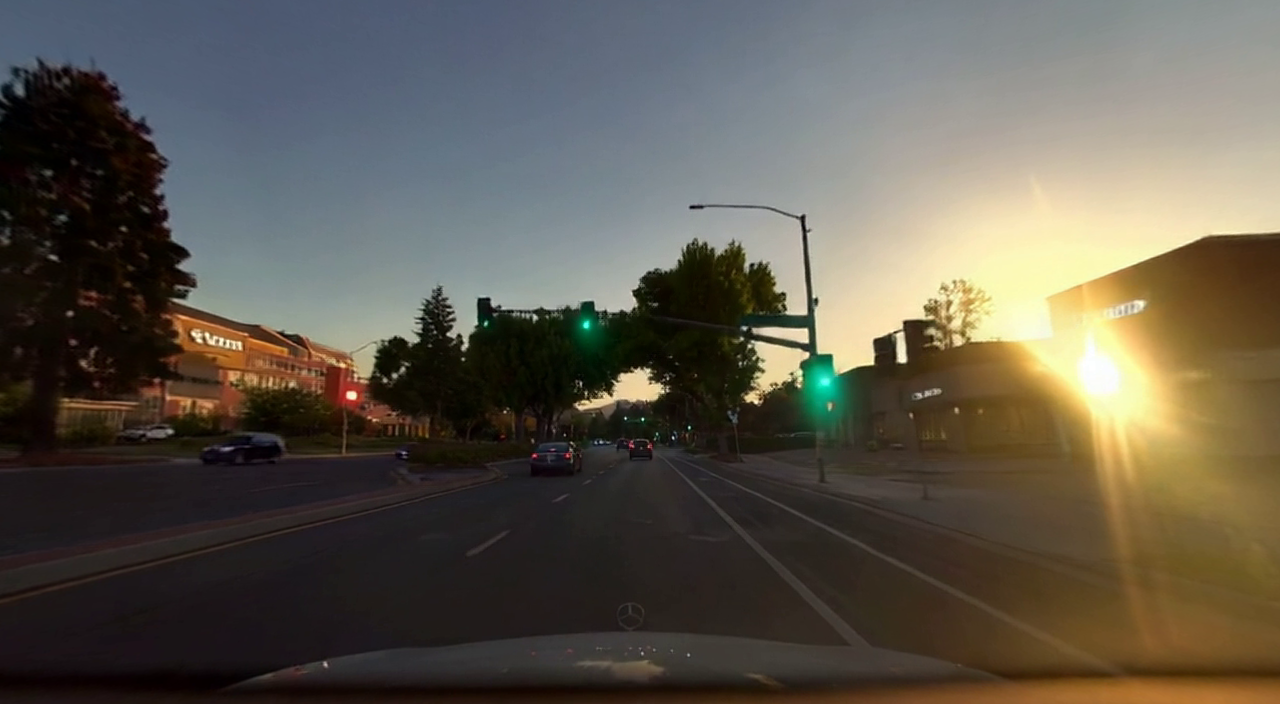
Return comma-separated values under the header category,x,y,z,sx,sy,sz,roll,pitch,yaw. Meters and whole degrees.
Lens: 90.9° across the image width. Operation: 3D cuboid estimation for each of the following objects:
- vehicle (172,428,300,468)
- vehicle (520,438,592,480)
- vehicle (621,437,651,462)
category,x,y,z,sx,sy,sz,roll,pitch,yaw
vehicle,-16.938,4.076,26.812,2.341,1.527,4.616,0,-8,1
vehicle,-3.118,4.090,24.393,2.015,1.470,4.458,0,-8,2
vehicle,-0.284,7.211,46.894,2.153,1.764,4.047,0,-8,0
